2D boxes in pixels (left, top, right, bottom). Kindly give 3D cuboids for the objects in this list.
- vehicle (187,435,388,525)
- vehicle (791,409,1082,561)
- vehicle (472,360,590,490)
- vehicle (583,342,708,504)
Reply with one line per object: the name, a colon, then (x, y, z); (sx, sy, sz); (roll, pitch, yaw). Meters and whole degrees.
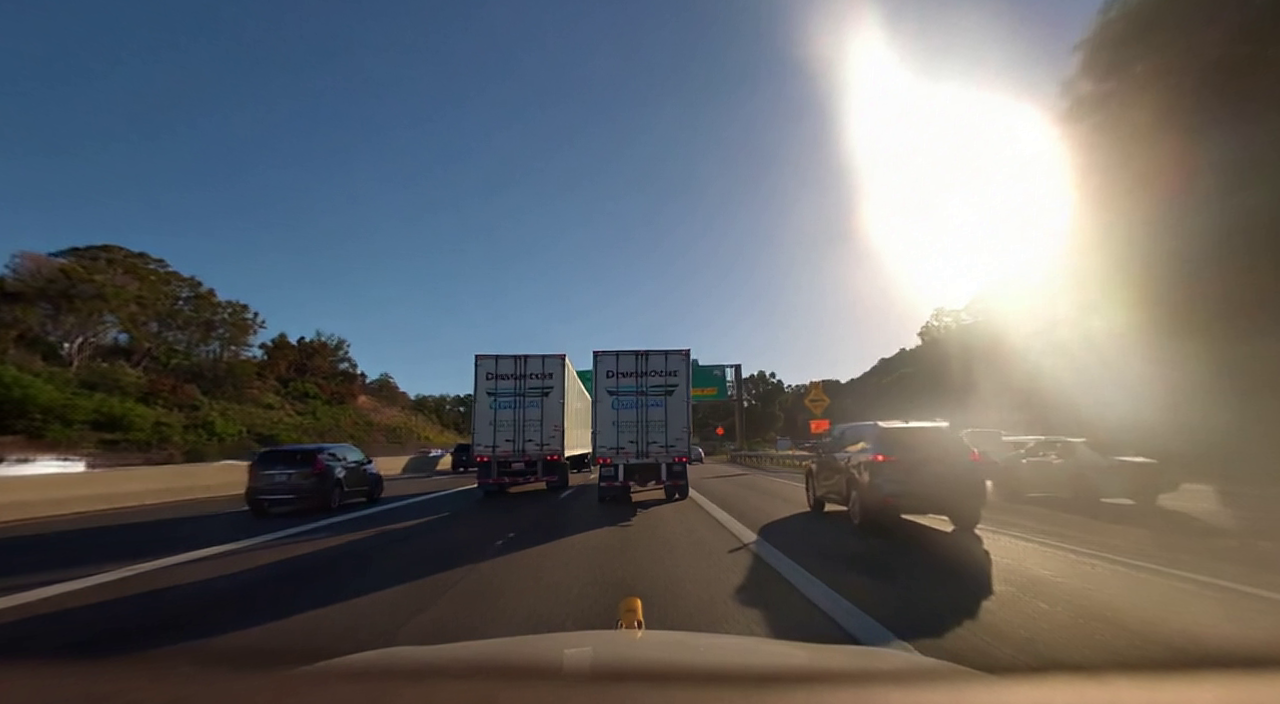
vehicle: (-7.620, 2.771, 14.300); (2.017, 1.694, 4.420); (0, -9, -1)
vehicle: (4.030, 1.902, 9.766); (2.136, 1.753, 4.644); (0, -9, -1)
vehicle: (-3.913, 3.128, 25.727); (2.888, 4.154, 10.960); (0, -9, 0)
vehicle: (0.046, 2.378, 19.886); (2.910, 3.828, 9.805); (0, -9, -1)
